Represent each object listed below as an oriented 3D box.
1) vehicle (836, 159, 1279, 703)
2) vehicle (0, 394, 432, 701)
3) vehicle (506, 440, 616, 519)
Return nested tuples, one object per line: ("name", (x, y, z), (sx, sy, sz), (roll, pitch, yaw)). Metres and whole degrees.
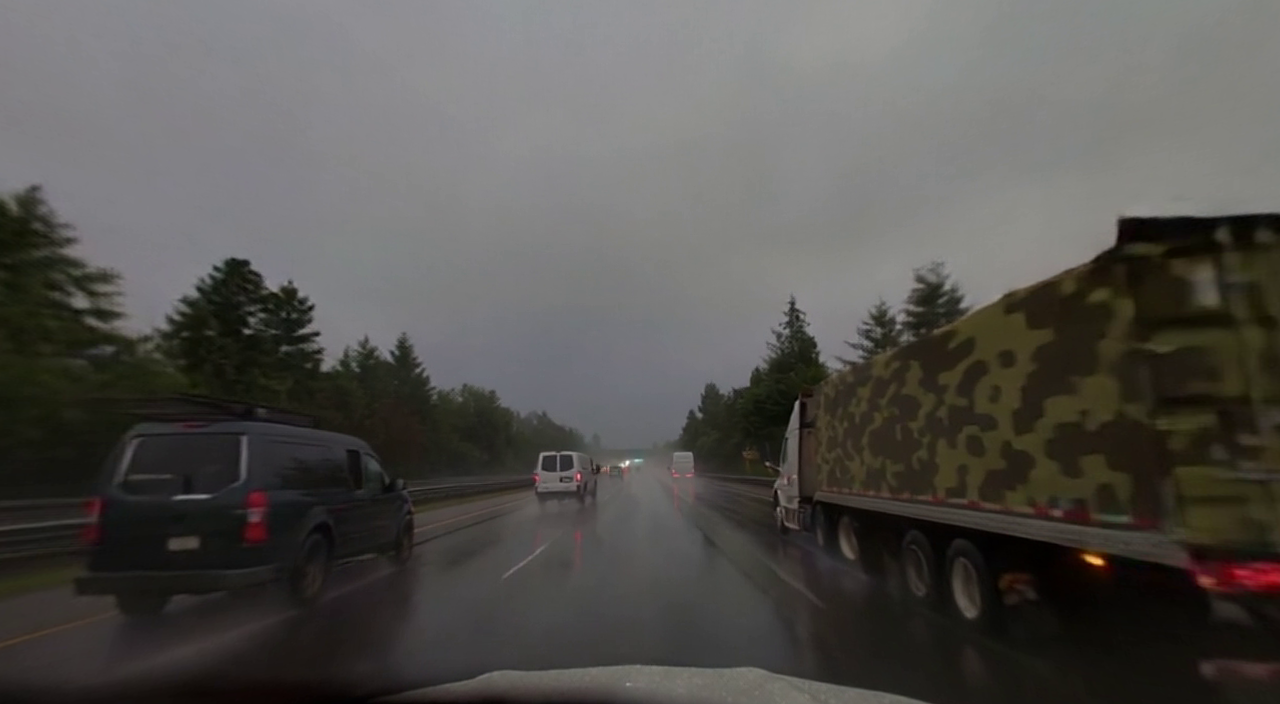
("vehicle", (3.936, 0.924, 5.591), (2.703, 2.988, 5.097), (1, -10, 0))
("vehicle", (-3.708, 1.465, 5.707), (2.124, 1.671, 4.262), (1, -10, 0))
("vehicle", (-2.100, 3.688, 18.471), (2.378, 1.930, 5.086), (0, -10, 2))
